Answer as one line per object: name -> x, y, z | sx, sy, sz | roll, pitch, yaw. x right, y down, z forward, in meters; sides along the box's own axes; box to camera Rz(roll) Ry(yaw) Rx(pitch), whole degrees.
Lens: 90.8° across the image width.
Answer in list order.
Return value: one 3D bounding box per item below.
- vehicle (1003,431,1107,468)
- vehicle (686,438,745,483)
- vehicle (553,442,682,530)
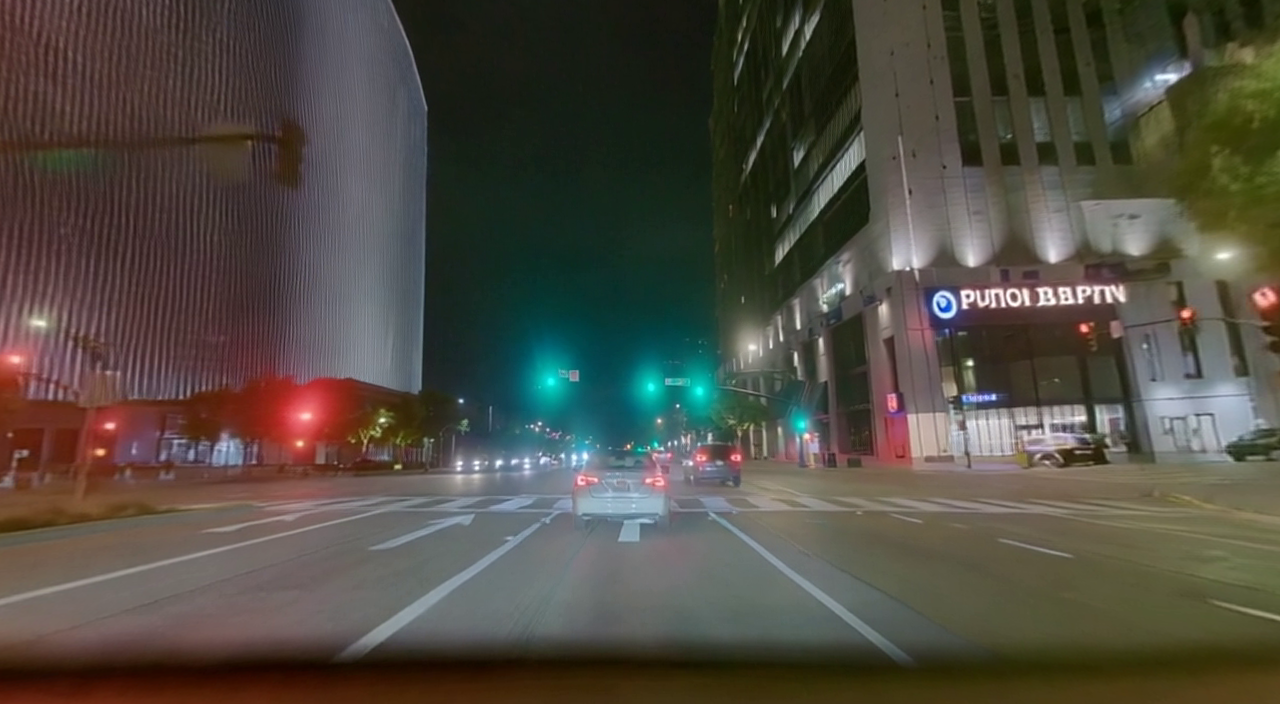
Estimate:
vehicle -> 24.019, 5.682, 36.688 | 4.384, 2.000, 2.345 | 1, -10, -4
vehicle -> 3.274, 4.777, 28.152 | 2.078, 1.799, 4.089 | 1, -8, -1
vehicle -> -0.419, 2.539, 12.616 | 2.144, 1.398, 3.963 | 1, -8, -1
